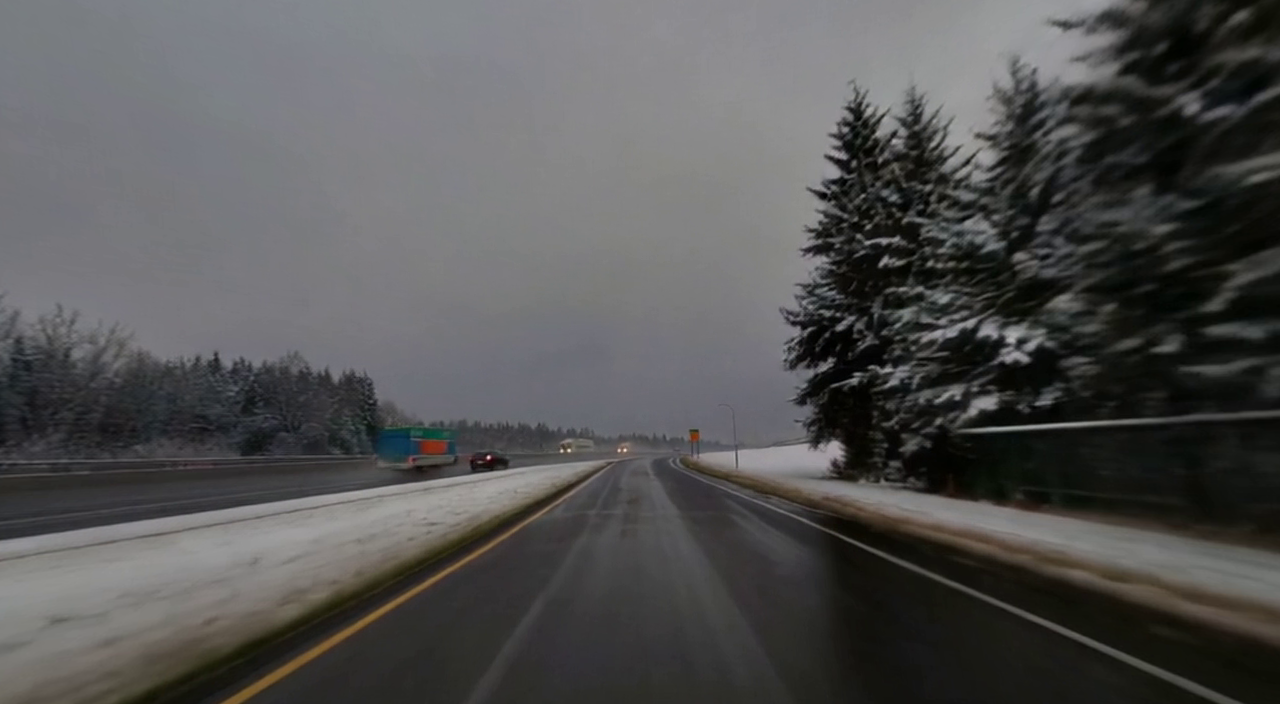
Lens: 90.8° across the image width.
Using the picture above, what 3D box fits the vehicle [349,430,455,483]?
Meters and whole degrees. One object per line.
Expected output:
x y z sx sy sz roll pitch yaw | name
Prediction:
-13.428 6.007 36.459 2.344 2.702 7.709 -1 -9 6 | vehicle
